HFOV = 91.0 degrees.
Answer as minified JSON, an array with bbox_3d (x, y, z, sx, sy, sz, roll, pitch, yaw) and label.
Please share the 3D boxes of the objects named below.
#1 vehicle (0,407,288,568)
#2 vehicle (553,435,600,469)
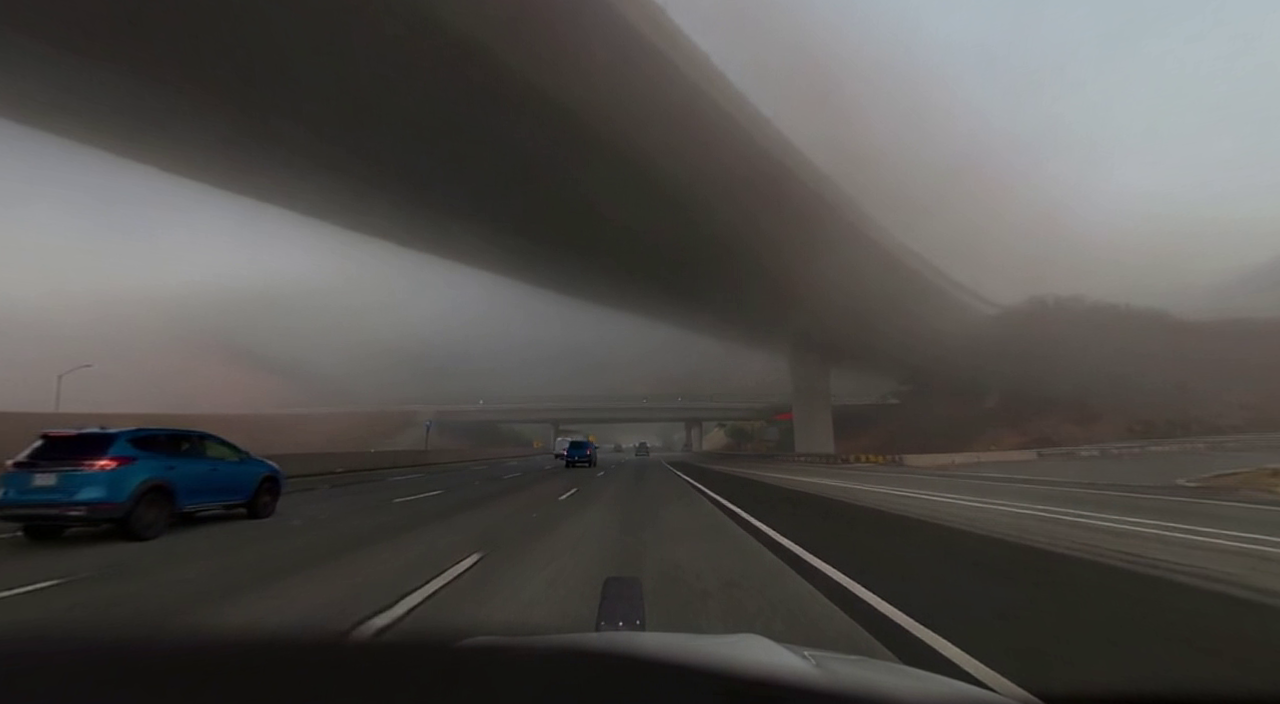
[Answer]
[{"bbox_3d":[-7.516,1.791,9.121,2.092,1.712,4.627,0,-8,1],"label":"vehicle"},{"bbox_3d":[-3.653,5.849,37.085,2.144,1.847,4.850,0,-8,1],"label":"vehicle"}]
